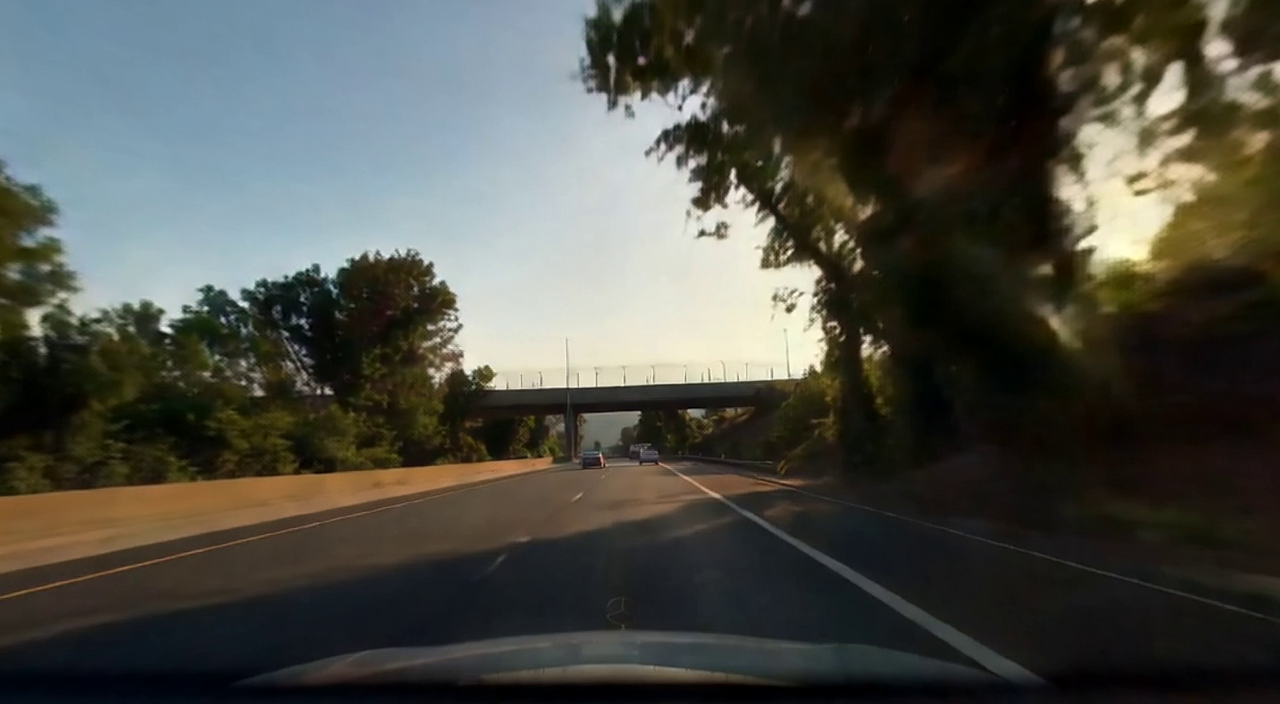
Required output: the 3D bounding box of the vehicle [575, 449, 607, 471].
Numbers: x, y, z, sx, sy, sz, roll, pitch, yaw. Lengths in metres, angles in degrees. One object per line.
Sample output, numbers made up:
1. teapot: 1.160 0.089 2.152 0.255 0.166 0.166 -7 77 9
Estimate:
1. vehicle: -3.589 8.013 46.986 2.049 1.575 4.019 0 -9 0
